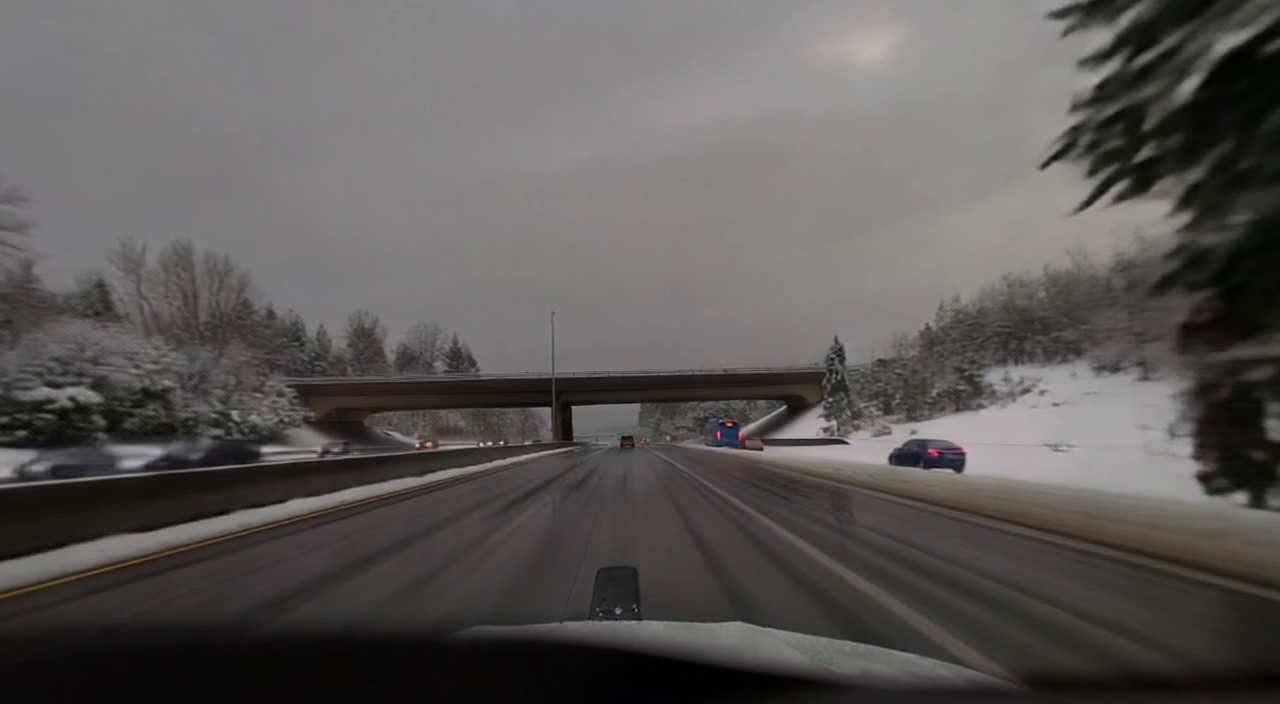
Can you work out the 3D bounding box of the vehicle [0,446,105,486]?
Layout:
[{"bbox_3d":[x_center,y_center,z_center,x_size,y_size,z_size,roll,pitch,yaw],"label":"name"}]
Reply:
[{"bbox_3d":[-24.966,4.735,26.370,1.749,1.450,3.862,0,-8,-3],"label":"vehicle"}]

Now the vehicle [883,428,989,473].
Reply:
[{"bbox_3d":[10.464,3.481,22.567,1.880,1.460,3.770,0,-8,-2],"label":"vehicle"}]
